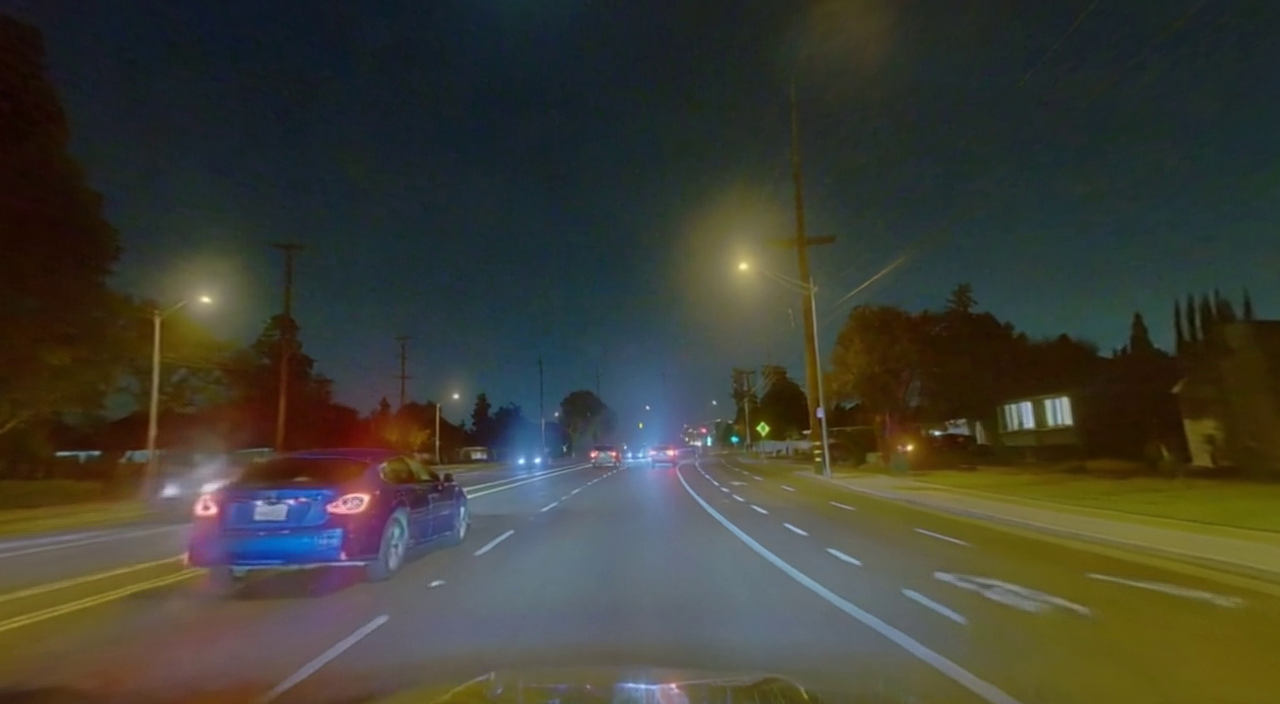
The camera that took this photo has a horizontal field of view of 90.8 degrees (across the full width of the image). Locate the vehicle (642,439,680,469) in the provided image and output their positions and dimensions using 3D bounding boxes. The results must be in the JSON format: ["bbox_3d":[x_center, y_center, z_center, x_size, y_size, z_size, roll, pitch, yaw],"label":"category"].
[{"bbox_3d":[1.413,6.536,40.673,2.155,1.836,4.250,-1,-9,5],"label":"vehicle"}]

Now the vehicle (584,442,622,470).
[{"bbox_3d":[-2.330,6.652,40.738,1.899,1.685,4.121,-1,-9,5],"label":"vehicle"}]

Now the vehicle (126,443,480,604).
[{"bbox_3d":[-3.577,1.866,7.896,1.901,1.409,4.442,0,-9,1],"label":"vehicle"}]
